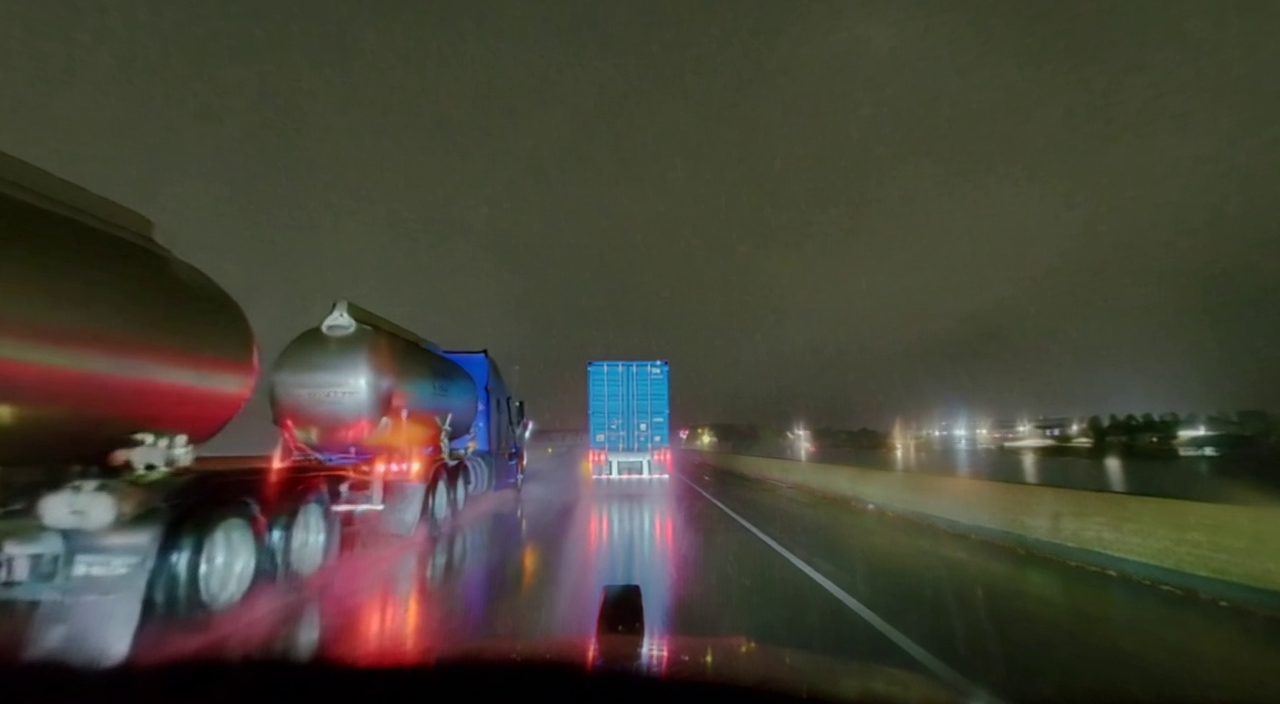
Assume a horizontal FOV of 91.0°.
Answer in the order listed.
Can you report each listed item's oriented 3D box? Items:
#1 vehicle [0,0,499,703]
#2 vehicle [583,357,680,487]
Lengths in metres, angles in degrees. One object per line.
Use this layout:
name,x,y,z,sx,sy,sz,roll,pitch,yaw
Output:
vehicle,-4.250,-0.200,2.494,3.267,3.655,17.154,0,-9,1
vehicle,-0.228,2.974,25.005,2.942,4.003,11.297,0,-9,0
